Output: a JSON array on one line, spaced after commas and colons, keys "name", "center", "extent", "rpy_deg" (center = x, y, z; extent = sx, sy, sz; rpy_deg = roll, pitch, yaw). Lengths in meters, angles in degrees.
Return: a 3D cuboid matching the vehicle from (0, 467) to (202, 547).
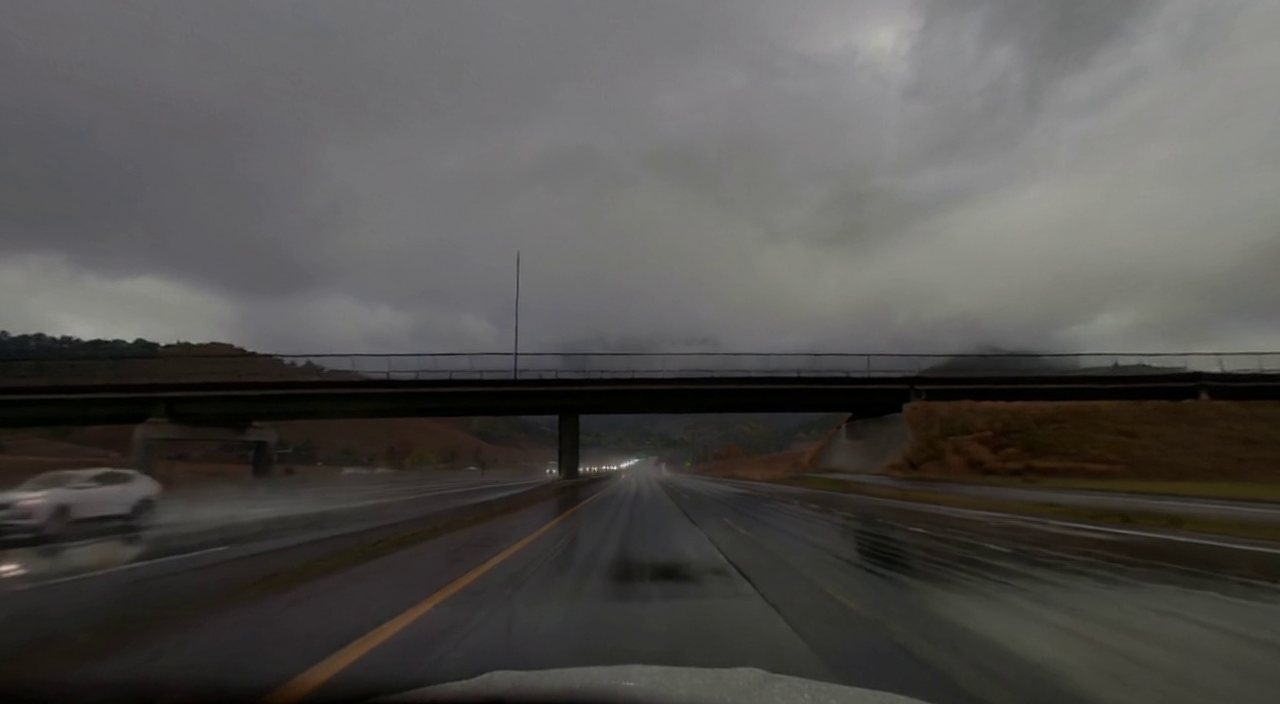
[{"name": "vehicle", "center": [-12.897, 3.518, 14.887], "extent": [2.000, 1.564, 4.257], "rpy_deg": [1, -10, 0]}]
